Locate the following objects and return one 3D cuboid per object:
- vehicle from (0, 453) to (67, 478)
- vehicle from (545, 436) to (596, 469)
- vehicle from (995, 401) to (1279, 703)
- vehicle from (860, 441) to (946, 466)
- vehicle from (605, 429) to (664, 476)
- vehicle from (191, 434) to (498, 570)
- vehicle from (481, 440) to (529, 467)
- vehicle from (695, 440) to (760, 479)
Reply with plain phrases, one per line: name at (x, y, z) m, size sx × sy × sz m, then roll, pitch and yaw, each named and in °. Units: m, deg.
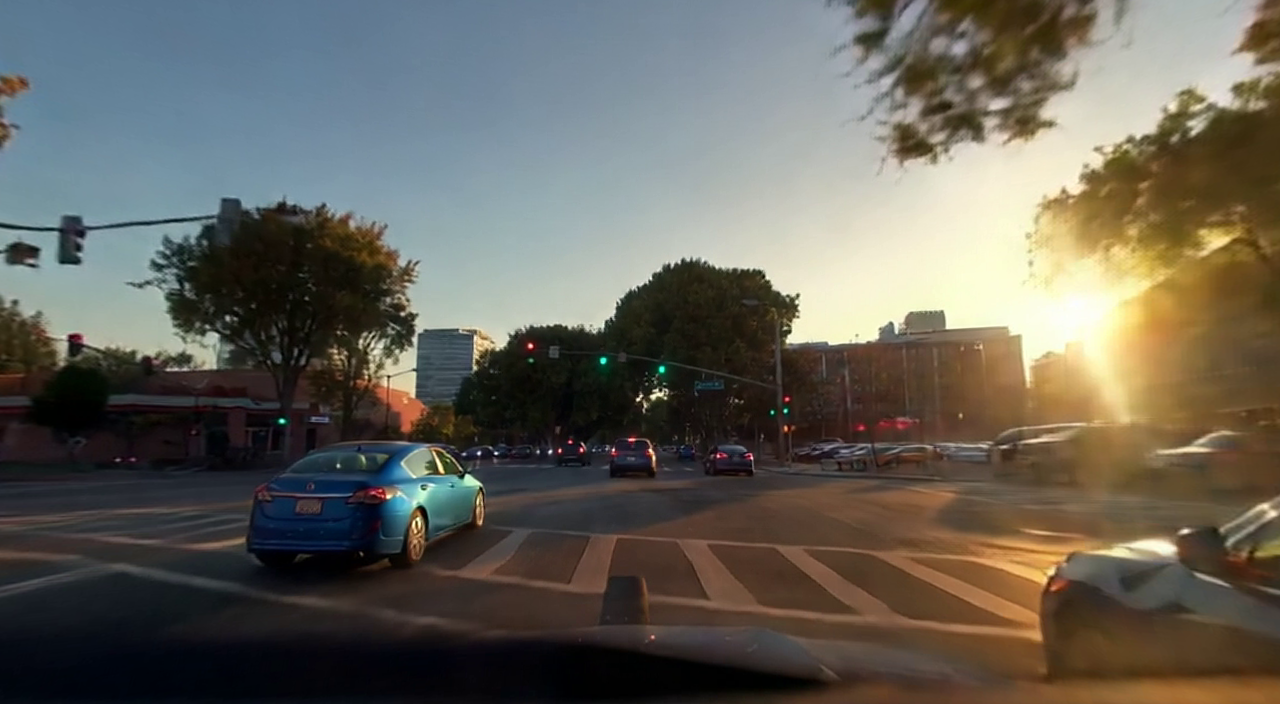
vehicle at (-39.832, 7.228, 40.124) m, size 4.458 × 1.494 × 1.849 m, roll 2°, pitch -9°, yaw -14°
vehicle at (-3.576, 5.252, 33.140) m, size 2.130 × 1.645 × 3.995 m, roll 0°, pitch -8°, yaw 1°
vehicle at (3.179, 0.829, 1.562) m, size 2.052 × 1.475 × 4.540 m, roll 0°, pitch -8°, yaw 2°
vehicle at (16.172, 6.279, 38.951) m, size 4.407 × 1.492 × 1.930 m, roll 0°, pitch -8°, yaw 2°
vehicle at (-0.215, 4.394, 27.813) m, size 2.361 × 1.898 × 4.465 m, roll 0°, pitch -8°, yaw 0°
vehicle at (-3.482, 1.826, 8.467) m, size 2.115 × 1.369 × 3.908 m, roll 0°, pitch -8°, yaw 2°
vehicle at (-8.749, 6.601, 41.285) m, size 2.059 × 1.559 × 4.709 m, roll -4°, pitch -8°, yaw 1°
vehicle at (3.493, 4.379, 26.009) m, size 2.058 × 1.472 × 4.317 m, roll 0°, pitch -8°, yaw 0°
